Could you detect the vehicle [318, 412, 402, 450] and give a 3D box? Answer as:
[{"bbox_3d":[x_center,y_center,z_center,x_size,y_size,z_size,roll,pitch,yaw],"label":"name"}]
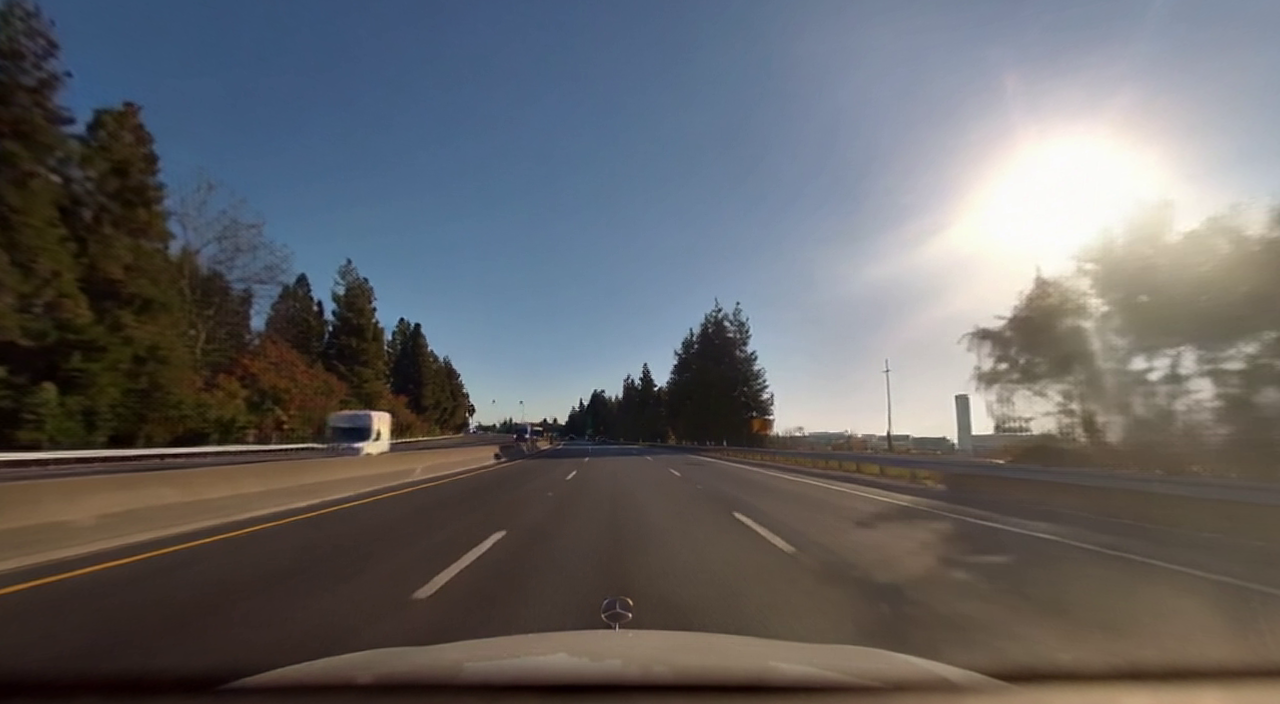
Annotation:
[{"bbox_3d":[-13.674,3.923,31.090,2.059,1.745,4.882,0,-8,-2],"label":"vehicle"}]
